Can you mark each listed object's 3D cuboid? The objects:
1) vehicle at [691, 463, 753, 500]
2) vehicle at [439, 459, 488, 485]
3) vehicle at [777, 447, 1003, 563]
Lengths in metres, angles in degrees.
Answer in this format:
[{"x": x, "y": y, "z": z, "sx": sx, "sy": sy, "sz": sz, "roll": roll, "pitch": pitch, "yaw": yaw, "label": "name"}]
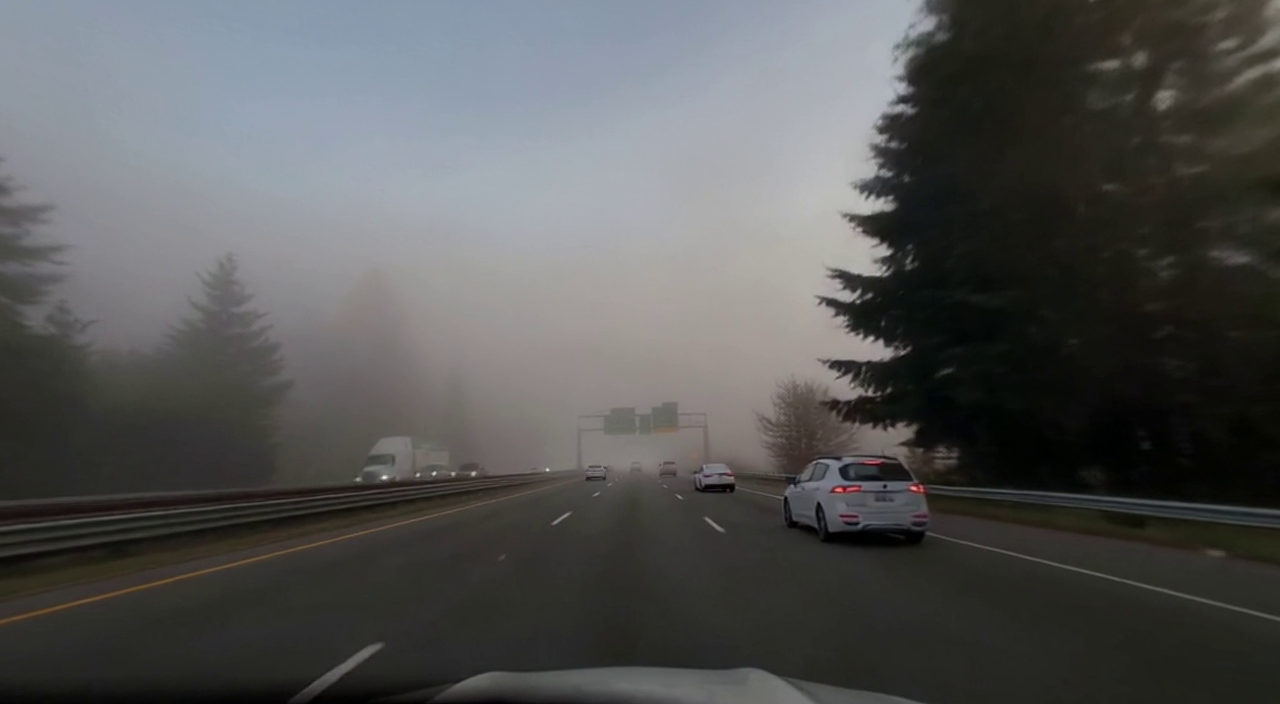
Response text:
[{"x": 3.544, "y": 5.704, "z": 28.044, "sx": 2.051, "sy": 1.472, "sz": 4.547, "roll": 1, "pitch": -10, "yaw": -2, "label": "vehicle"}, {"x": -12.686, "y": 8.681, "z": 45.628, "sx": 2.050, "sy": 1.763, "sz": 5.114, "roll": 1, "pitch": -10, "yaw": 0, "label": "vehicle"}, {"x": 4.025, "y": 2.586, "z": 11.241, "sx": 2.010, "sy": 1.579, "sz": 4.679, "roll": 1, "pitch": -10, "yaw": -1, "label": "vehicle"}]
